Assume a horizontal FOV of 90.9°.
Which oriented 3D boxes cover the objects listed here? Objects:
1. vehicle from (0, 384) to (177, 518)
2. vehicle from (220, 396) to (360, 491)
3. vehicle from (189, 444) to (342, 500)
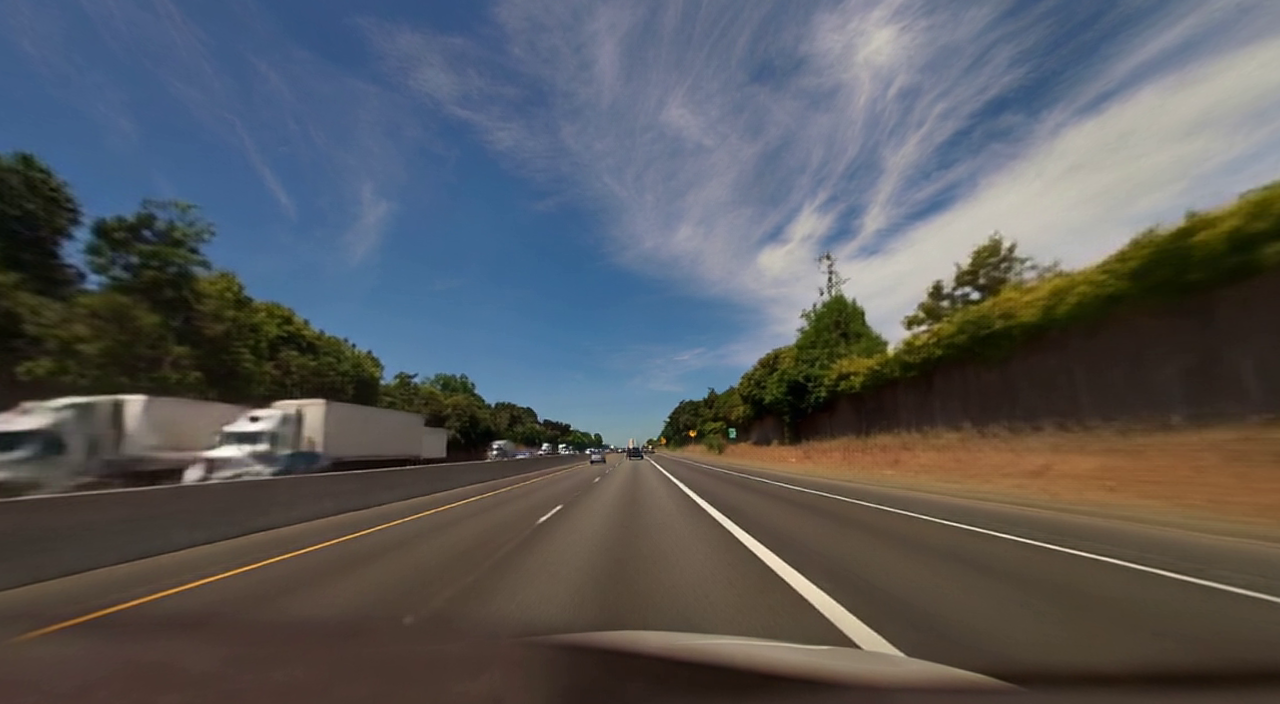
[{"bbox_3d":[-19.949,3.346,21.582,3.025,3.867,6.475,0,-9,0],"label":"vehicle"},{"bbox_3d":[-16.201,4.336,29.823,2.980,4.025,6.140,0,-9,-1],"label":"vehicle"},{"bbox_3d":[-11.246,3.612,19.400,1.910,1.506,4.487,0,-9,0],"label":"vehicle"}]
